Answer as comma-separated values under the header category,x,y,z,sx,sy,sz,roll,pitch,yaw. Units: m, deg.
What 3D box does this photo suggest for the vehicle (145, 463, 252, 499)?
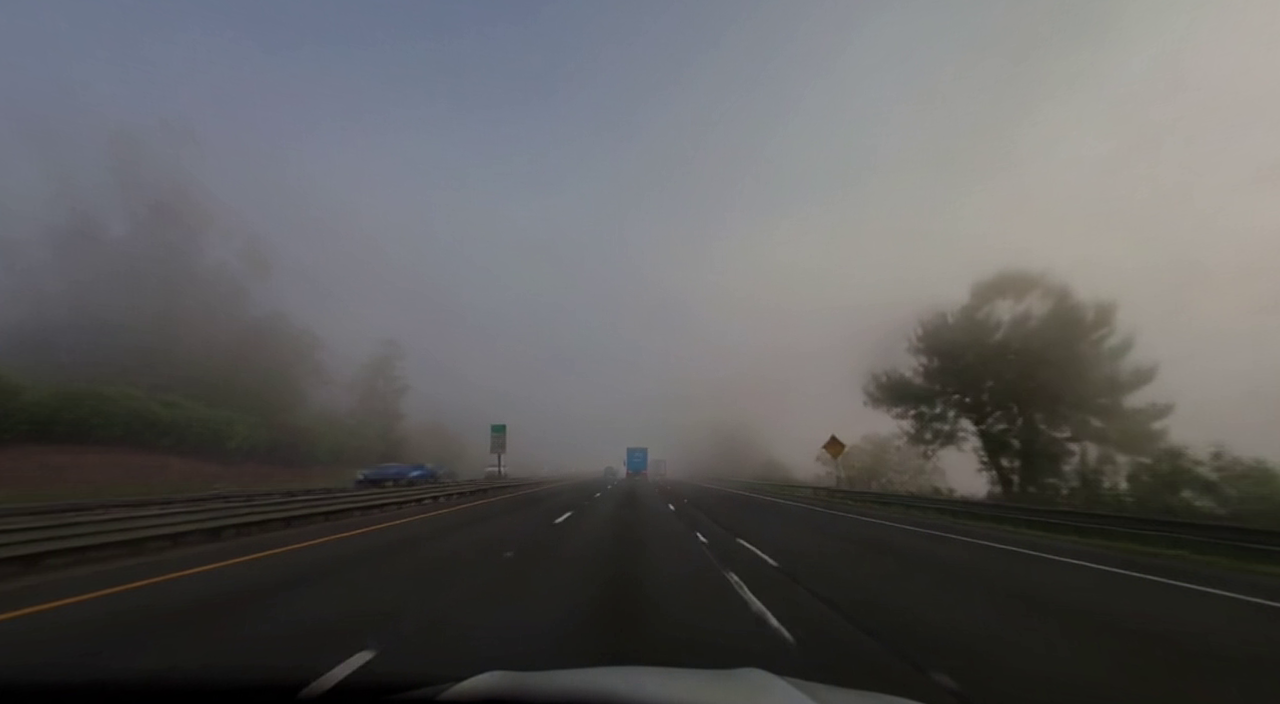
category,x,y,z,sx,sy,sz,roll,pitch,yaw
vehicle,-20.396,5.960,29.359,1.912,1.481,4.203,1,-10,0
